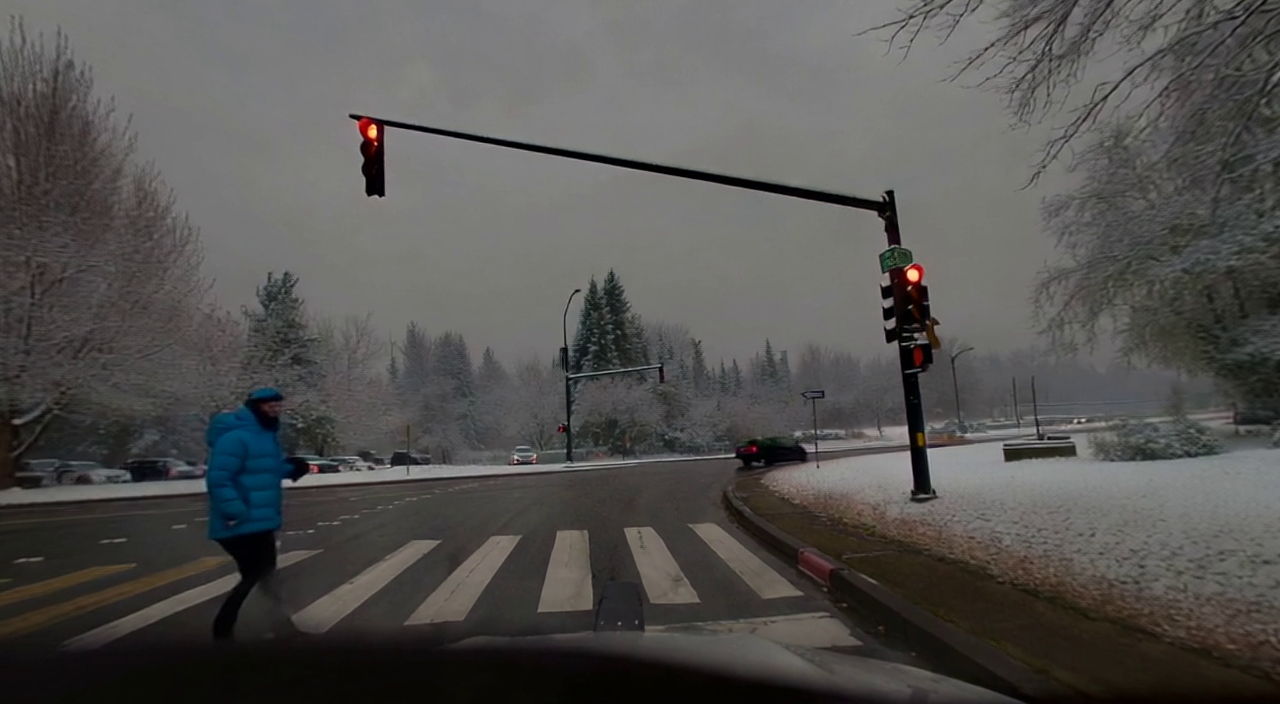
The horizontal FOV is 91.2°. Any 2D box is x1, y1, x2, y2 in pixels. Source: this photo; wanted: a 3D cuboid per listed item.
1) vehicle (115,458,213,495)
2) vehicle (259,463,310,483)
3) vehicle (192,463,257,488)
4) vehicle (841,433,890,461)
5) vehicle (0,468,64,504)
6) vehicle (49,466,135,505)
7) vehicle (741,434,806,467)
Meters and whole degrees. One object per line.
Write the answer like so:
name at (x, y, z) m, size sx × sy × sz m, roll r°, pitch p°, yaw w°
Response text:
vehicle at (-27.835, 7.271, 36.906) m, size 2.064 × 1.913 × 5.081 m, roll 0°, pitch -9°, yaw -4°
vehicle at (-28.143, 9.585, 49.745) m, size 1.776 × 1.452 × 3.920 m, roll 0°, pitch -9°, yaw 0°
vehicle at (-28.547, 8.475, 43.167) m, size 1.768 × 1.465 × 3.972 m, roll 0°, pitch -9°, yaw -1°
vehicle at (16.694, 7.026, 46.349) m, size 1.942 × 1.920 × 4.263 m, roll -8°, pitch -11°, yaw 39°
vehicle at (-30.339, 6.450, 30.338) m, size 1.800 × 1.520 × 3.968 m, roll 2°, pitch -9°, yaw -14°
vehicle at (-25.429, 6.155, 29.248) m, size 1.694 × 1.528 × 4.225 m, roll 3°, pitch -9°, yaw -23°
vehicle at (8.268, 6.020, 38.484) m, size 2.036 × 1.849 × 4.811 m, roll -7°, pitch -11°, yaw 36°
